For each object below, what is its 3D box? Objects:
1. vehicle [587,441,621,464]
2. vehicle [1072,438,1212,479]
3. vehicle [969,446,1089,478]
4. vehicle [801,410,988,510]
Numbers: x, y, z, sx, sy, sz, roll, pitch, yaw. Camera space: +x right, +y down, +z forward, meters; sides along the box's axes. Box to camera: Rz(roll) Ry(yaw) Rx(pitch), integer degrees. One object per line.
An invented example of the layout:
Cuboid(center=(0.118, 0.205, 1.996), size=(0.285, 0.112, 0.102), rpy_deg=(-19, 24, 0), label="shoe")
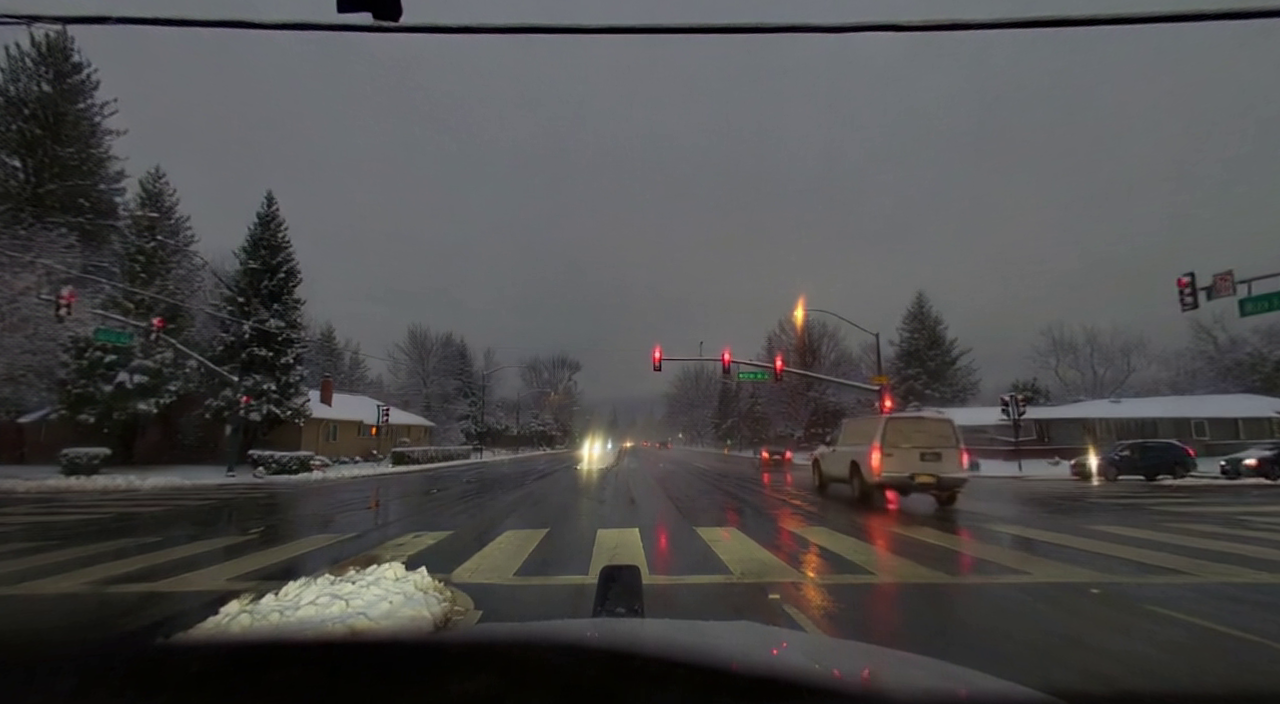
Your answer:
Cuboid(center=(-2.357, 6.715, 42.290), size=(2.045, 1.484, 3.991), rpy_deg=(0, -9, 0), label="vehicle")
Cuboid(center=(23.529, 4.988, 29.732), size=(4.807, 1.835, 2.033), rpy_deg=(0, -9, -1), label="vehicle")
Cuboid(center=(19.767, 5.605, 32.230), size=(4.874, 1.544, 1.779), rpy_deg=(0, -9, 1), label="vehicle")
Cuboid(center=(5.989, 2.654, 15.933), size=(2.273, 2.042, 5.717), rpy_deg=(0, -9, -1), label="vehicle")
